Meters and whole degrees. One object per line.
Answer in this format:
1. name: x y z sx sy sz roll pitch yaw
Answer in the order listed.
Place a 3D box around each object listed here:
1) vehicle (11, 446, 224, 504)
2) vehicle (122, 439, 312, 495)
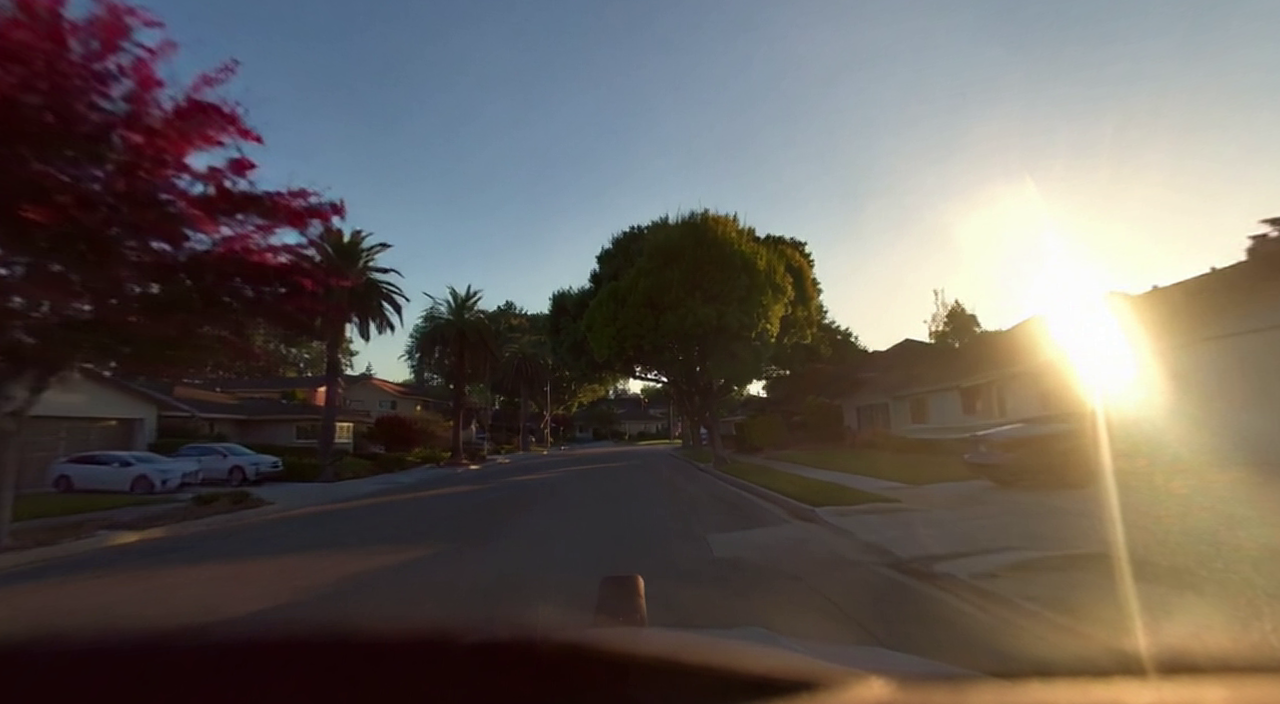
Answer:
1. vehicle: -15.246 3.592 18.681 4.358 1.516 2.077 0 -8 -3
2. vehicle: -14.479 3.930 21.888 5.050 1.774 2.031 0 -8 -2
